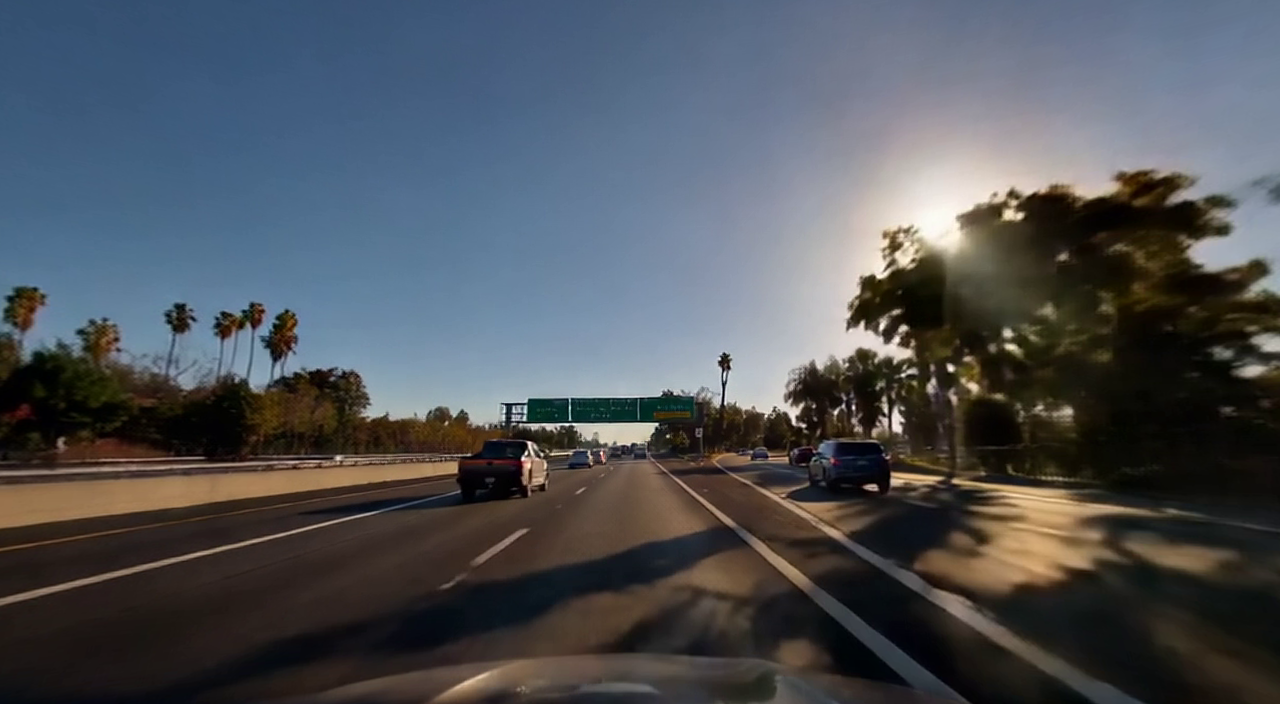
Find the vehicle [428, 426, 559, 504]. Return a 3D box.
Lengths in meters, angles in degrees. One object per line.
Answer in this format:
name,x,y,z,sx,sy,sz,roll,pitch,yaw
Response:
vehicle,-4.038,3.285,18.762,2.420,1.937,5.916,0,-9,1

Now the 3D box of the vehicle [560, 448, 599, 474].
vehicle,-3.868,7.061,41.072,2.052,1.545,4.470,0,-9,1

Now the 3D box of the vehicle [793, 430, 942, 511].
vehicle,5.798,3.101,16.955,2.303,1.791,5.247,-1,-9,4
